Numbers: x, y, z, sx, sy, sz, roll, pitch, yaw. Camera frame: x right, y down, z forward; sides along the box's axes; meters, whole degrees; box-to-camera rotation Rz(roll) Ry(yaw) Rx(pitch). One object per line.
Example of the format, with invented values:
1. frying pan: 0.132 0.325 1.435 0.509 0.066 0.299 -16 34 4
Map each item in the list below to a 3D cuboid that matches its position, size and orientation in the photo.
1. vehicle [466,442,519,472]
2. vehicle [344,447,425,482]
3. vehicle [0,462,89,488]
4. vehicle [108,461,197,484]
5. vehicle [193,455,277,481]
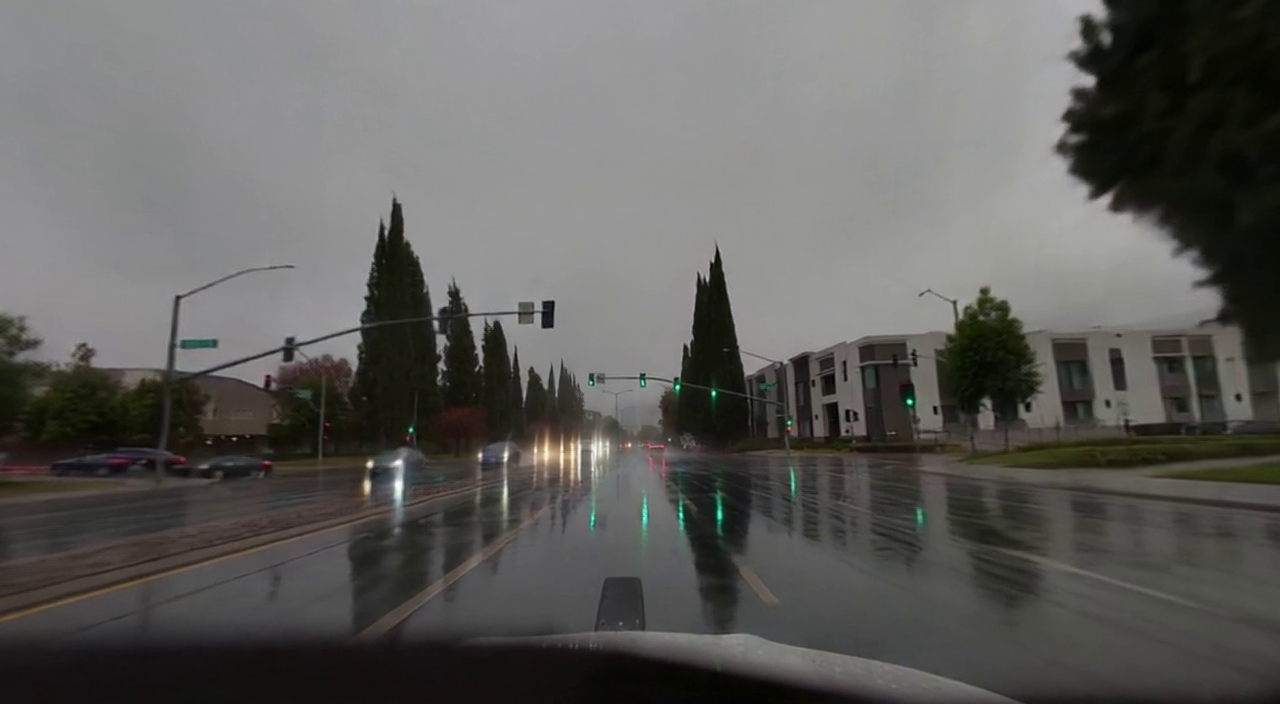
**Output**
1. vehicle: -8.895 6.365 38.502 2.140 1.685 4.571 0 -8 0
2. vehicle: -11.990 5.280 29.995 1.952 1.478 4.521 0 -8 0
3. vehicle: -39.880 8.221 42.277 4.110 1.576 1.853 0 -8 0
4. vehicle: -32.424 8.007 42.086 4.528 1.451 1.844 -1 -8 4
5. vehicle: -26.207 7.492 40.919 4.464 1.599 2.014 -3 -9 15
